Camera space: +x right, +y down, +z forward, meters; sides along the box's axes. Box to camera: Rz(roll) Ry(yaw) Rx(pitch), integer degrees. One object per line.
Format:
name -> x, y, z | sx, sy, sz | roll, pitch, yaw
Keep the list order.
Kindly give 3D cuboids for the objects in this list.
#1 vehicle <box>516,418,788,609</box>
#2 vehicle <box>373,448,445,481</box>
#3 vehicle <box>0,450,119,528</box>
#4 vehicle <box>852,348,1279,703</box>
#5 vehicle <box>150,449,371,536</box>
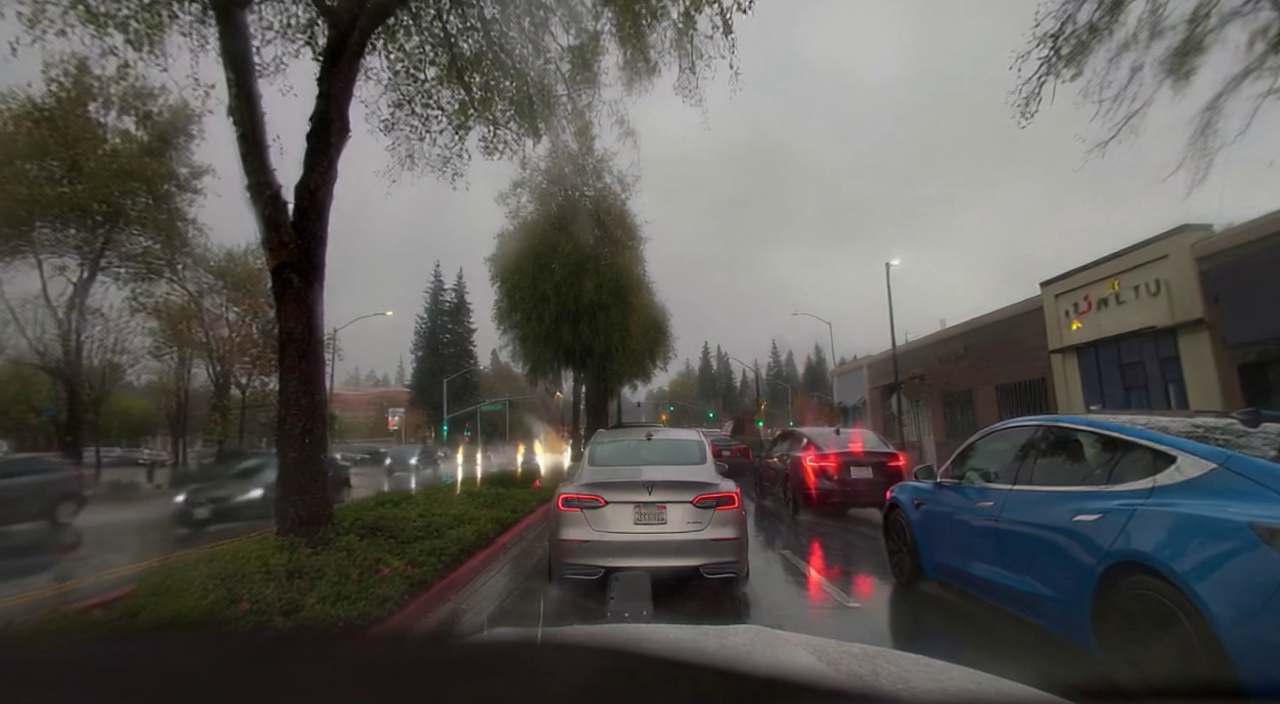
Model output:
vehicle -> 0.103, 1.568, 7.006 | 2.137, 1.488, 3.938 | 0, -8, 0
vehicle -> -11.411, 5.543, 31.429 | 1.917, 1.506, 4.280 | 0, -8, 1
vehicle -> -14.995, 3.120, 14.508 | 1.995, 1.652, 4.586 | 0, -8, 1
vehicle -> 3.197, 1.111, 4.146 | 2.038, 1.651, 4.455 | 0, -8, 0
vehicle -> -7.679, 2.840, 13.378 | 1.979, 1.490, 4.225 | 0, -8, 1
